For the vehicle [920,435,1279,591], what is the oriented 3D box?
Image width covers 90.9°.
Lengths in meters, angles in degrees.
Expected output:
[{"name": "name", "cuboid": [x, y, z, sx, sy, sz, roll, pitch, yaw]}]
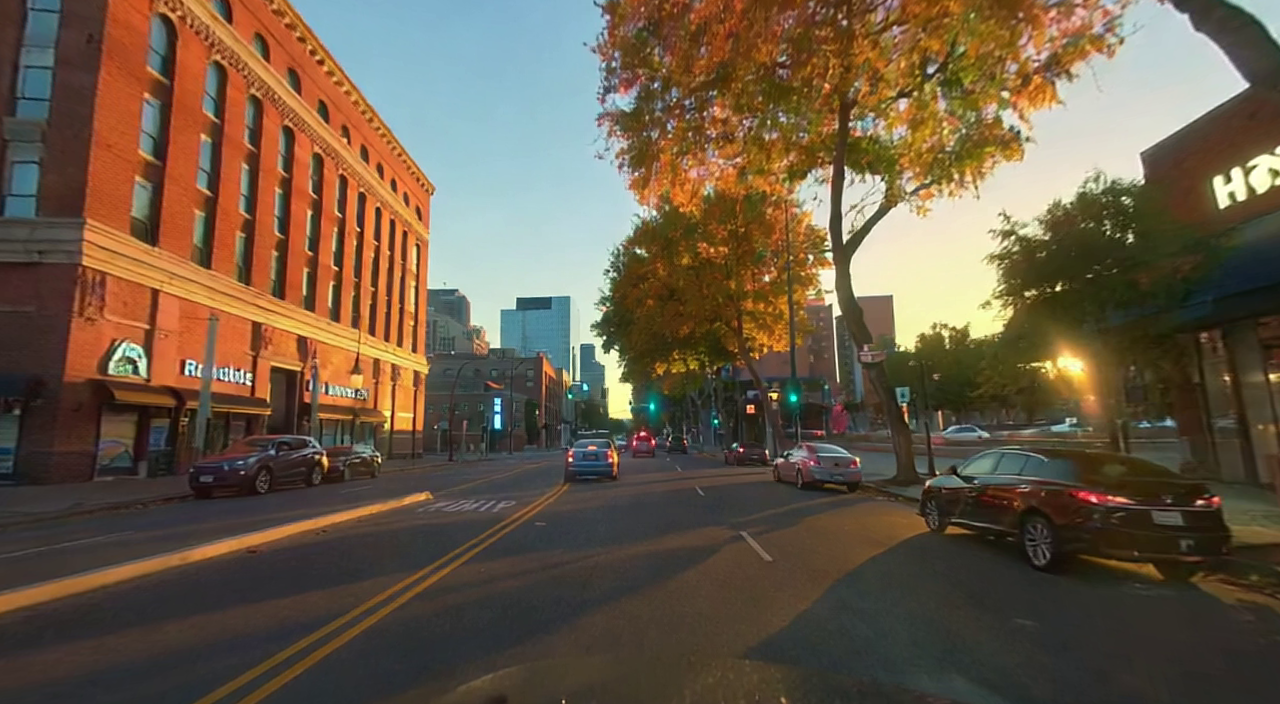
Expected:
[{"name": "vehicle", "cuboid": [5.847, 1.943, 8.581, 1.961, 1.533, 4.473, 0, -8, 0]}]

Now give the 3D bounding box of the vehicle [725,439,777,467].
[{"name": "vehicle", "cuboid": [6.073, 5.560, 34.973, 1.956, 1.446, 4.537, 0, -8, -1]}]

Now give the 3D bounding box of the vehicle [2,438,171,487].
[{"name": "vehicle", "cuboid": [-20.444, 4.084, 23.607, 1.903, 1.629, 4.525, -1, -8, 7]}]

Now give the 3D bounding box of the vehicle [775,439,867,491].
[{"name": "vehicle", "cuboid": [5.872, 3.683, 20.924, 1.986, 1.555, 3.879, 0, -8, 2]}]

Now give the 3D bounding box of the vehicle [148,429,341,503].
[{"name": "vehicle", "cuboid": [-12.521, 3.641, 20.711, 2.384, 2.044, 6.030, 0, -8, 1]}]

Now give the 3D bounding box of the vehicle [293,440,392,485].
[{"name": "vehicle", "cuboid": [-12.452, 4.638, 26.745, 2.000, 1.708, 4.494, 0, -8, 0]}]

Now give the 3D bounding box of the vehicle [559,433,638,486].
[{"name": "vehicle", "cuboid": [-1.351, 3.275, 19.602, 2.169, 1.427, 4.531, 1, -8, -6]}]
